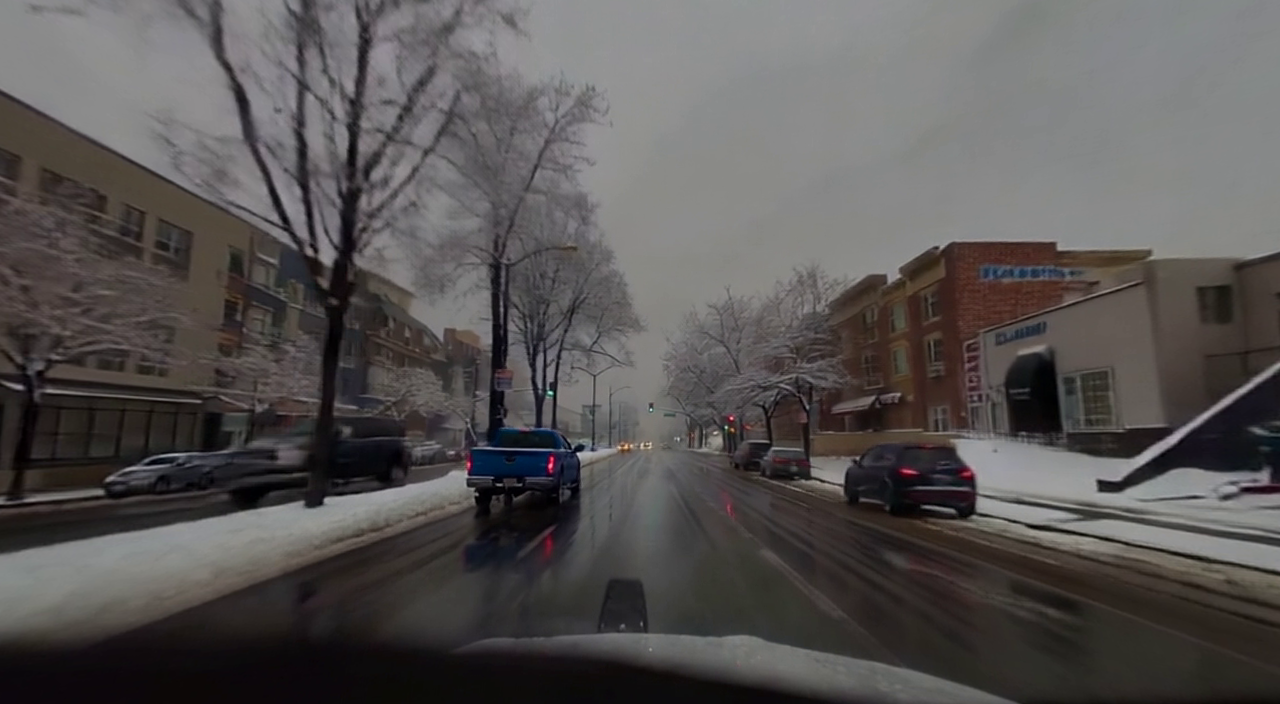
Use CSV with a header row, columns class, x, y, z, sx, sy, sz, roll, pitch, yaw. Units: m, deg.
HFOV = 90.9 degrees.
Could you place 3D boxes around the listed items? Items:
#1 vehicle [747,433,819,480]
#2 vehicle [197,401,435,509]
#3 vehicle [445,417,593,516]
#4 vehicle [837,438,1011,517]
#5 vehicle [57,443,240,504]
class,x,y,z,sx,sy,sz,roll,pitch,yaw
vehicle,6.133,4.546,27.686,2.043,1.841,4.842,0,-9,1
vehicle,-7.128,2.400,14.963,2.462,2.027,5.808,0,-9,1
vehicle,-2.423,2.512,14.305,2.197,1.786,5.365,0,-9,1
vehicle,6.129,2.744,14.248,1.988,1.514,3.962,0,-9,-1
vehicle,-16.190,3.993,21.248,2.030,1.801,5.036,0,-9,0
